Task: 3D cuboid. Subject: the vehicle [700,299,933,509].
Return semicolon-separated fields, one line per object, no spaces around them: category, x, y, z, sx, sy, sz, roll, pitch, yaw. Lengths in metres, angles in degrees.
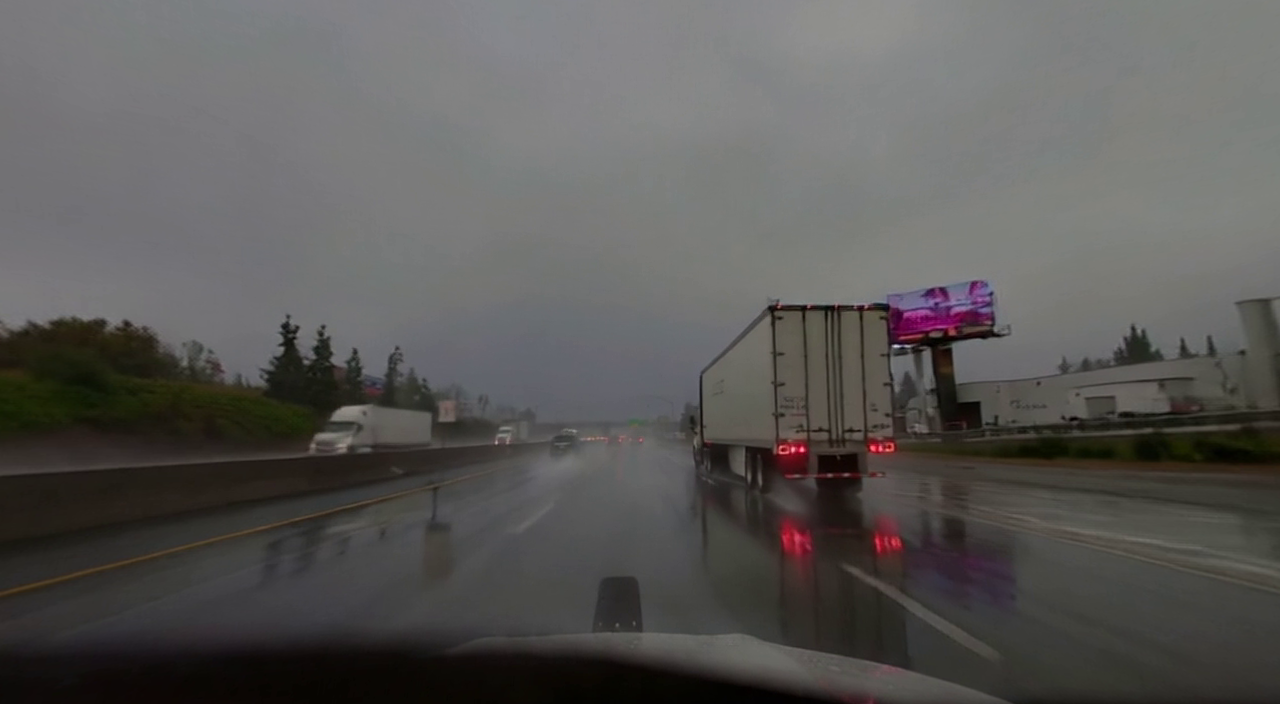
vehicle;3.705;1.651;17.081;2.871;3.815;11.331;0;-8;-1

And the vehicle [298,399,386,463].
vehicle;-20.226;5.440;43.203;2.922;4.023;6.171;0;-8;0

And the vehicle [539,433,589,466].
vehicle;-3.563;4.626;30.153;1.930;1.484;3.849;0;-8;-1
